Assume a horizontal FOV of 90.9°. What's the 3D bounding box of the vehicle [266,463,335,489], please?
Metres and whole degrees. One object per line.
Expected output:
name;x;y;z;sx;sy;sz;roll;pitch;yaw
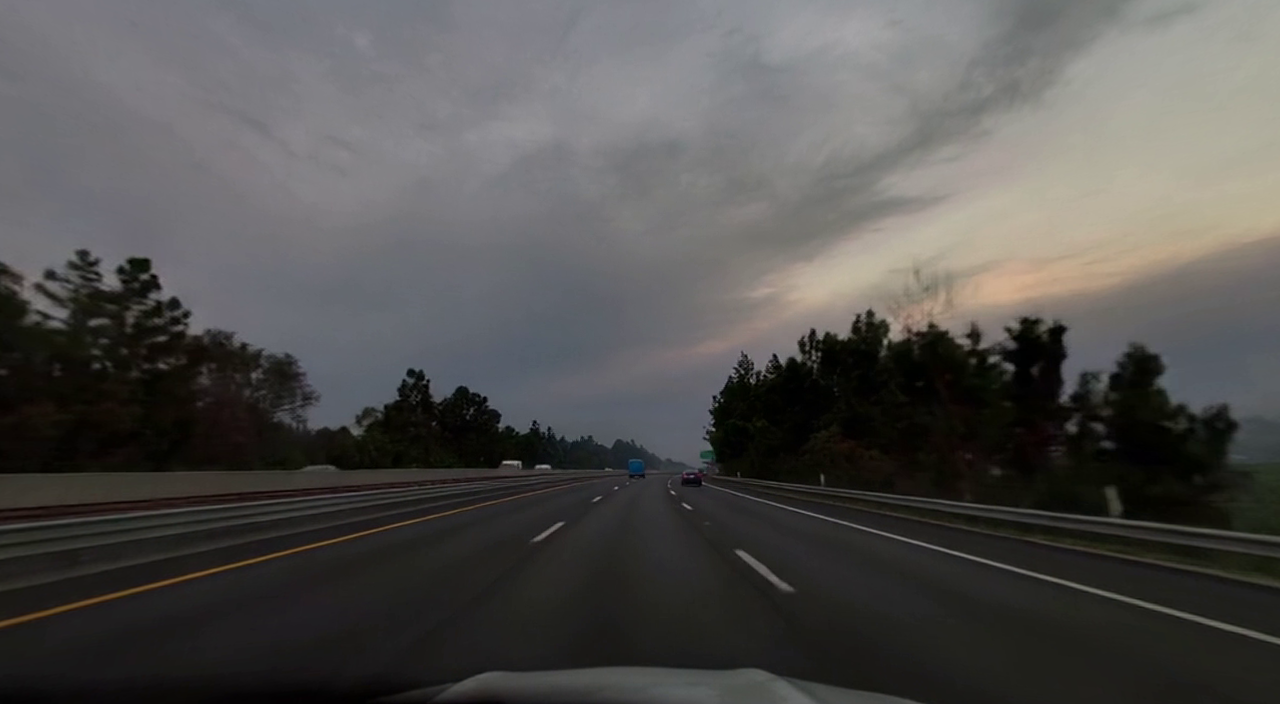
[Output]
vehicle;-20.572;7.533;38.396;1.743;1.430;4.086;0;-11;2
